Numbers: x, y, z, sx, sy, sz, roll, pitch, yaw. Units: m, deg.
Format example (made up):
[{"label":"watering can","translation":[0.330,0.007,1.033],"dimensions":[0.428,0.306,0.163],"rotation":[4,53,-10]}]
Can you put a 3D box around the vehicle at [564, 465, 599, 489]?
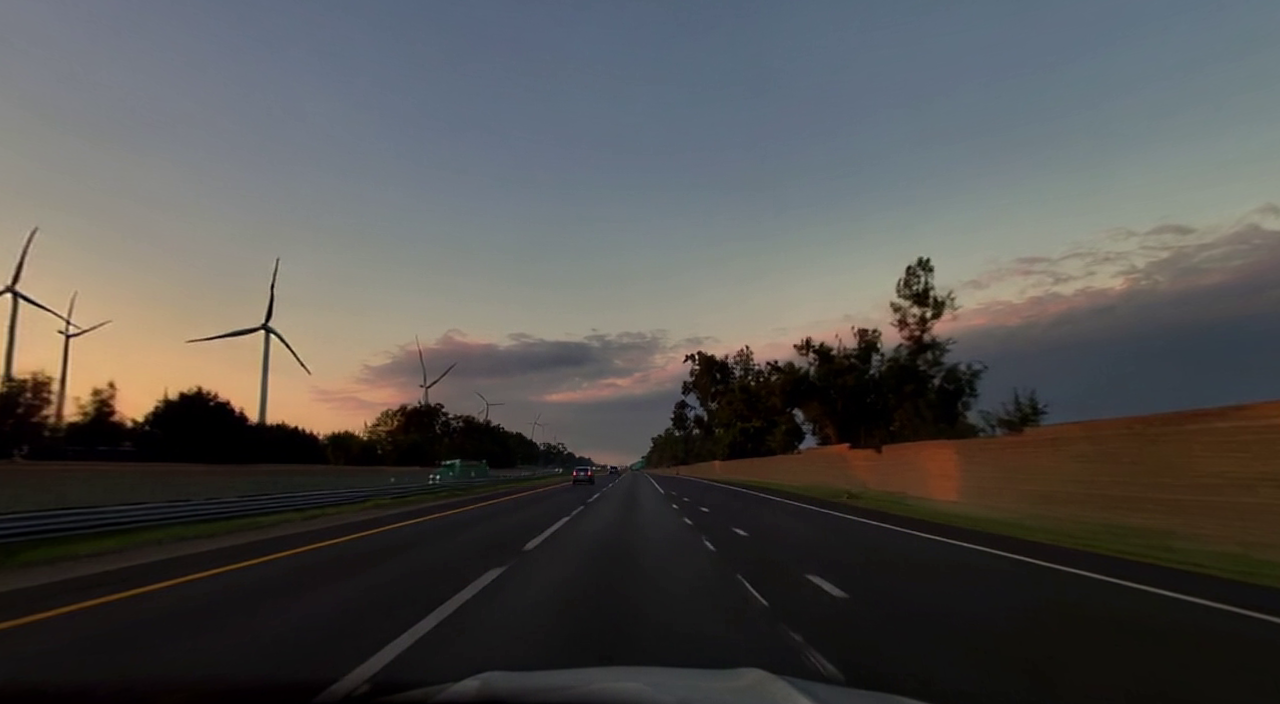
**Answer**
[{"label":"vehicle","translation":[-3.897,8.397,42.337],"dimensions":[2.001,1.486,4.104],"rotation":[1,-10,-1]}]
